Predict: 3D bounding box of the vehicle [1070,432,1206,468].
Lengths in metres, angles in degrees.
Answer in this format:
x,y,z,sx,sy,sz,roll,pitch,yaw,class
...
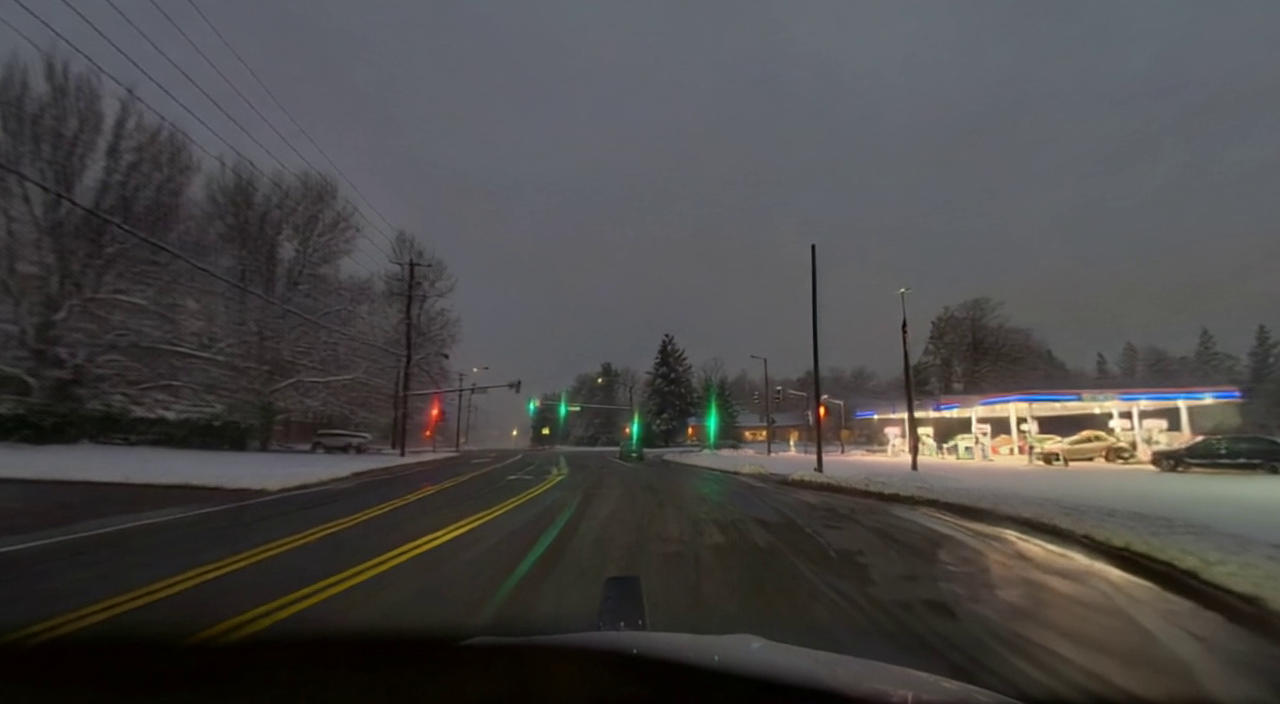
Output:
x,y,z,sx,sy,sz,roll,pitch,yaw,class
22.028,4.336,27.867,4.661,1.476,1.943,1,-9,-9,vehicle

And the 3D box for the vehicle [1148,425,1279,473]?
x,y,z,sx,sy,sz,roll,pitch,yaw,class
23.255,3.848,25.004,4.594,1.790,2.042,2,-8,-9,vehicle

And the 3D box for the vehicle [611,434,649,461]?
x,y,z,sx,sy,sz,roll,pitch,yaw,class
-0.805,7.139,47.074,2.300,1.868,4.690,1,-9,-8,vehicle
